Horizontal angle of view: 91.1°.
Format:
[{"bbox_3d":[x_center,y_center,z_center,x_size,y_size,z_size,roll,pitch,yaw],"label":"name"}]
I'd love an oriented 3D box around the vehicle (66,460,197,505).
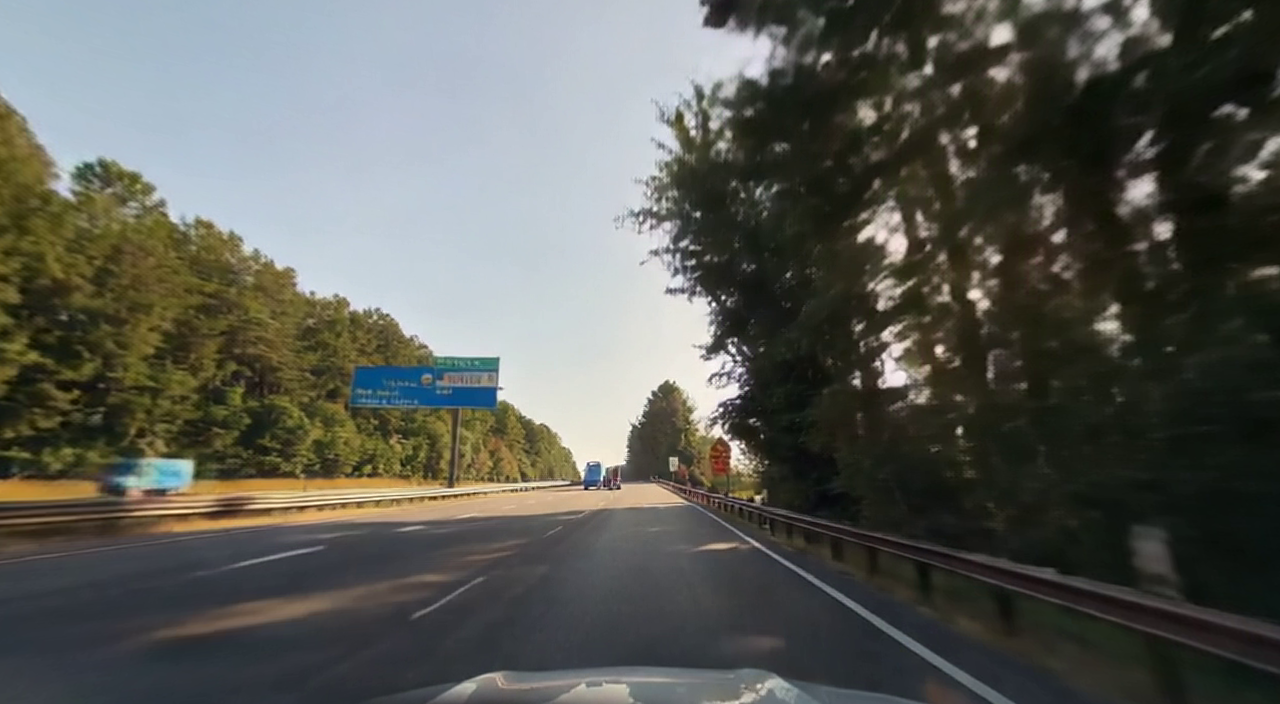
[{"bbox_3d":[-20.720,5.319,25.876,1.733,1.646,4.204,0,-11,1],"label":"vehicle"}]
